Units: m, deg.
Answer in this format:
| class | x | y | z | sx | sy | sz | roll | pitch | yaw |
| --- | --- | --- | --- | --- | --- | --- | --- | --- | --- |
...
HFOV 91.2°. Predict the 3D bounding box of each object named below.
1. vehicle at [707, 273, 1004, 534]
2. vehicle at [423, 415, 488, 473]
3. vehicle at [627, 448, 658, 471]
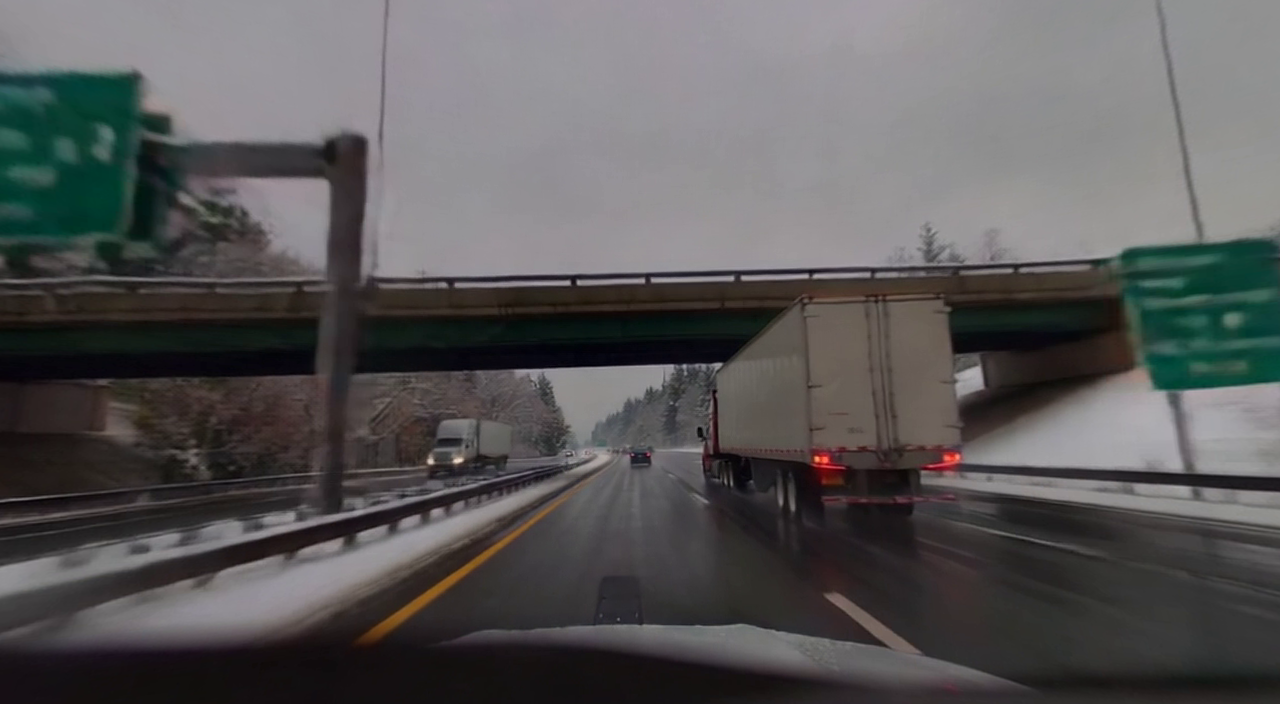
| class | x | y | z | sx | sy | sz | roll | pitch | yaw |
| --- | --- | --- | --- | --- | --- | --- | --- | --- | --- |
| vehicle | 4.228 | 1.905 | 17.382 | 2.956 | 4.281 | 14.327 | 0 | -9 | -1 |
| vehicle | -14.102 | 7.096 | 48.475 | 3.170 | 4.126 | 5.938 | 0 | -8 | 0 |
| vehicle | 0.164 | 7.130 | 41.819 | 1.961 | 1.454 | 3.755 | 0 | -9 | 0 |
